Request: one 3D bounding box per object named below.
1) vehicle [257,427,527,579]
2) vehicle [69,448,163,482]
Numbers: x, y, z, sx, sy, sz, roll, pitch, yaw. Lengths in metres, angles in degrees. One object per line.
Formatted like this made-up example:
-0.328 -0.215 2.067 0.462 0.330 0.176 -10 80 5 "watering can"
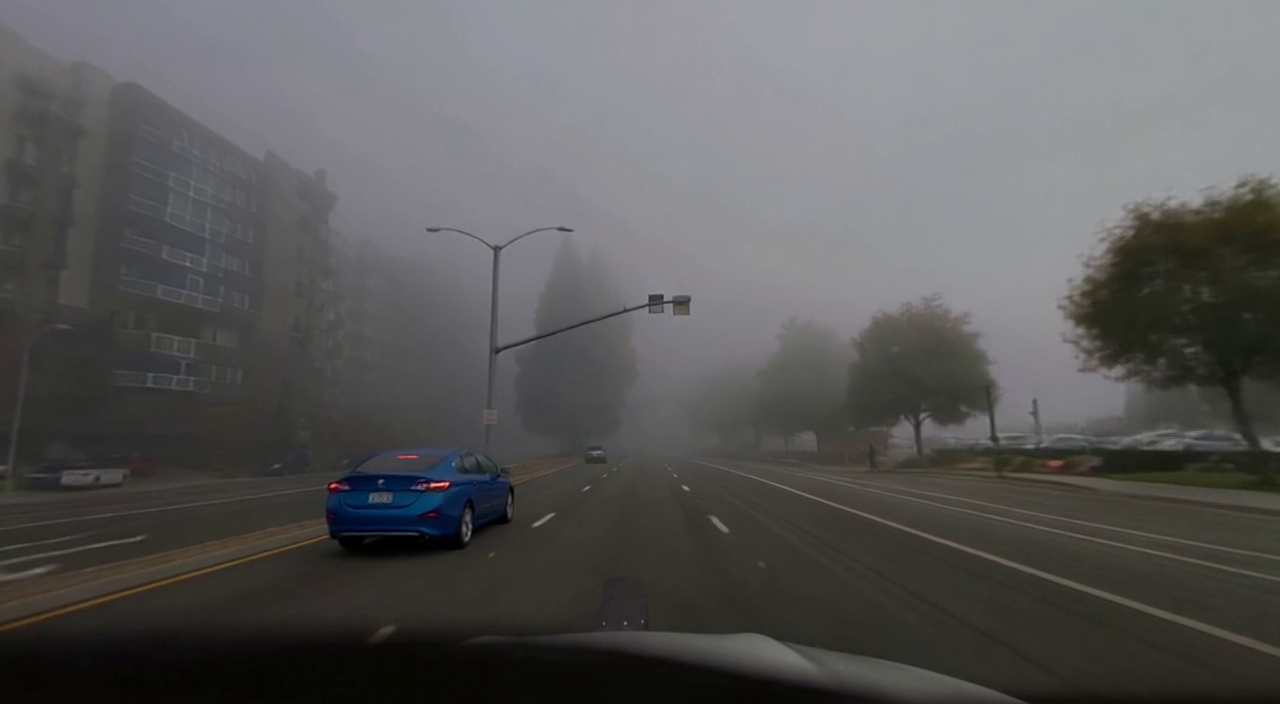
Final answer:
-3.141 1.975 9.170 2.009 1.489 4.543 -4 -8 1 "vehicle"
-34.818 7.489 42.110 2.199 1.962 5.038 -1 -8 -4 "vehicle"
